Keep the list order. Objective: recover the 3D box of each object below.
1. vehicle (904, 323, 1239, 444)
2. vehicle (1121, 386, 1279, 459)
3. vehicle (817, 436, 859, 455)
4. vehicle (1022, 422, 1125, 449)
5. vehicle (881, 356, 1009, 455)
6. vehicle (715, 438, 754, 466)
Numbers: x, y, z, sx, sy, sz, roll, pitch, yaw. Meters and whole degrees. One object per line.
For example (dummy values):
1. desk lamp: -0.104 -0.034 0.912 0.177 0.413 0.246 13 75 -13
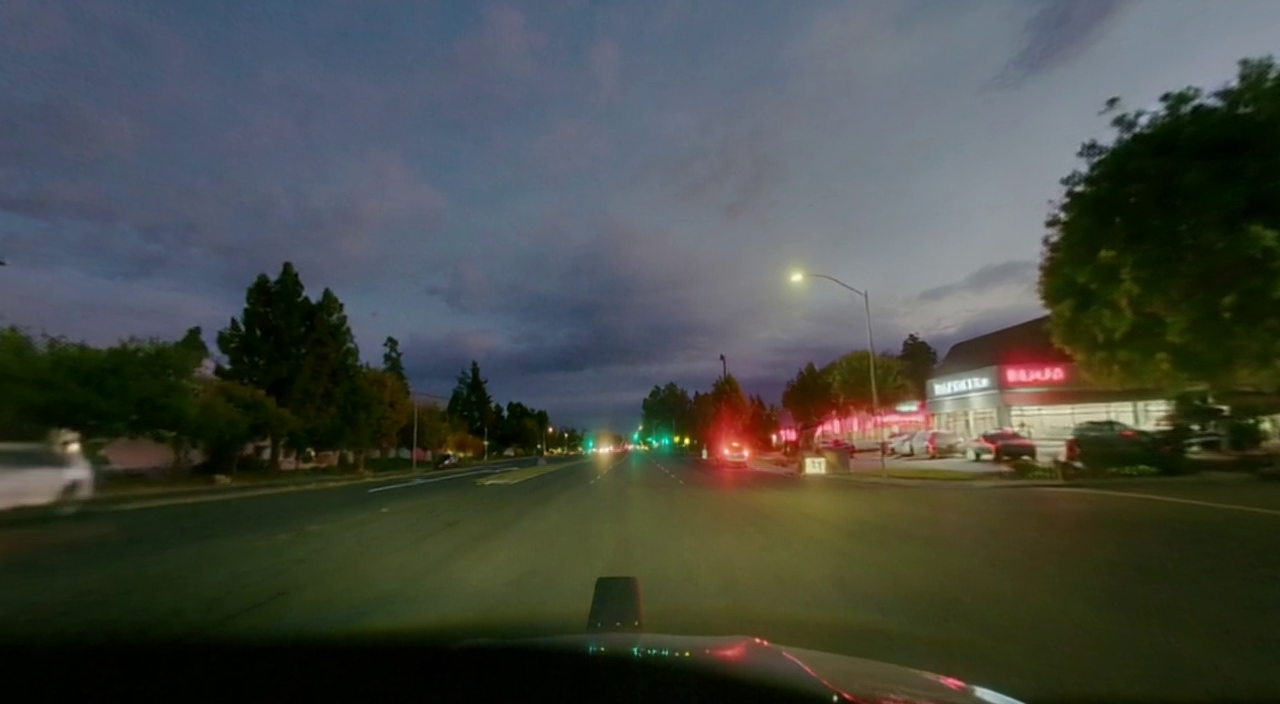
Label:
1. vehicle: 25.402 2.281 38.936 16.415 6.611 1.394 -4 -10 26
2. vehicle: 26.072 3.406 29.747 4.543 3.105 4.010 -4 -10 27
3. vehicle: 15.651 7.385 49.971 2.692 1.222 1.593 0 -11 -27
4. vehicle: 24.868 4.841 36.441 4.712 1.527 0.932 -4 -10 27
5. vehicle: 15.695 2.848 32.032 9.886 4.618 0.062 5 -10 -30
6. vehicle: 6.773 7.201 45.615 1.954 1.907 4.736 0 -9 -1
